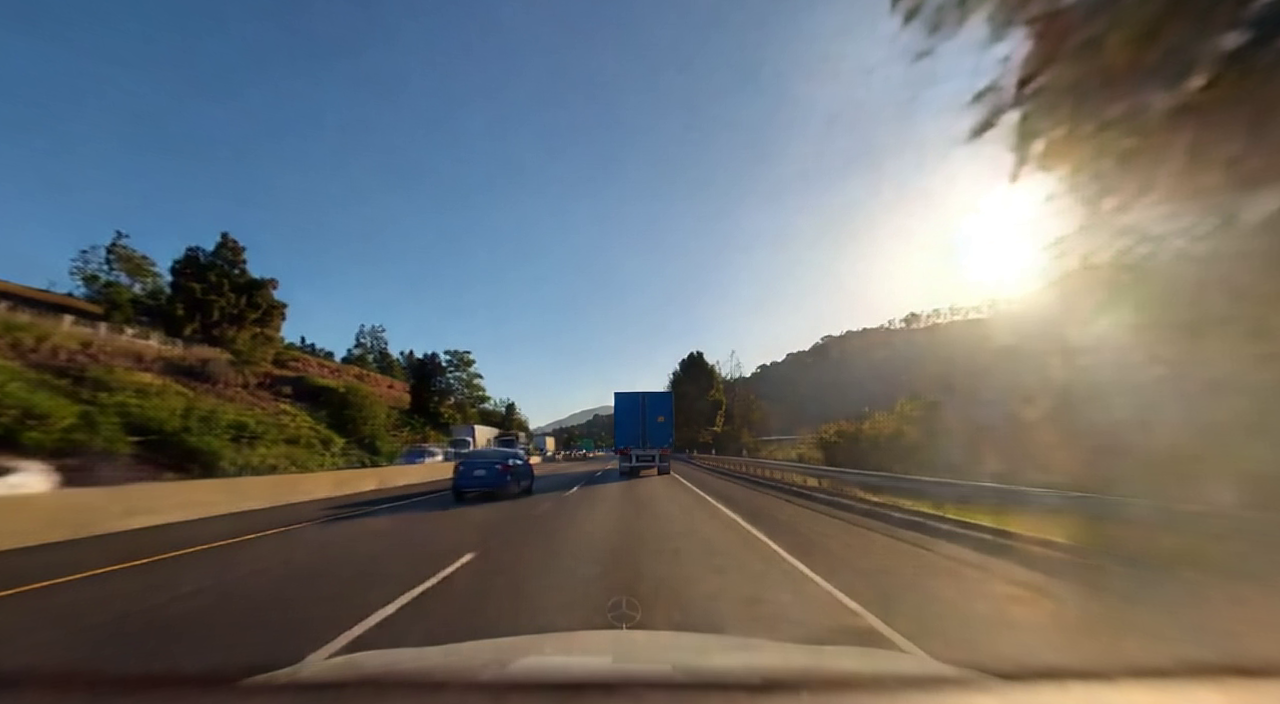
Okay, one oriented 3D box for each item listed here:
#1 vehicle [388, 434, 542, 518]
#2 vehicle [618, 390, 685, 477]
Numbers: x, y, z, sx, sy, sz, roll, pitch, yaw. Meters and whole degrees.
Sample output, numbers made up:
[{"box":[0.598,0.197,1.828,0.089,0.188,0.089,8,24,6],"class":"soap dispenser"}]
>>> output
[{"box":[-3.680,2.735,14.368,2.074,1.546,4.946,0,-9,0],"class":"vehicle"},{"box":[0.429,4.375,32.738,2.959,3.828,9.617,0,-9,-1],"class":"vehicle"}]
